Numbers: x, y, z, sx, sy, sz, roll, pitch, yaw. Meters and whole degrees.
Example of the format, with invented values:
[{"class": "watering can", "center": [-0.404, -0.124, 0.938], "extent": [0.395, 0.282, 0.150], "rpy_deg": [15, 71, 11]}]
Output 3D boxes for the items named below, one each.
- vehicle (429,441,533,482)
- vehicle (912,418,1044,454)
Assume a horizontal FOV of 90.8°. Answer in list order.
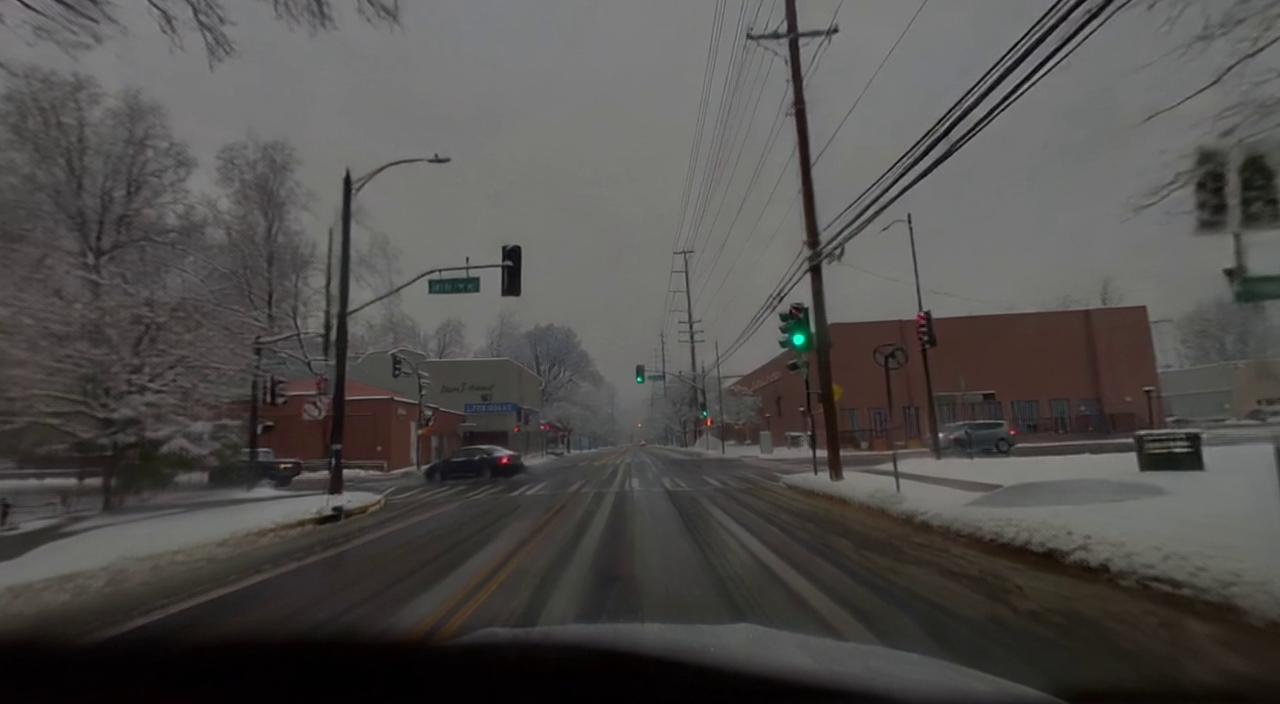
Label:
[{"class": "vehicle", "center": [-6.878, 4.612, 27.038], "extent": [4.624, 1.478, 2.118], "rpy_deg": [-8, -7, 42]}, {"class": "vehicle", "center": [14.598, 3.651, 27.470], "extent": [4.632, 1.484, 1.907], "rpy_deg": [0, -8, -1]}]
